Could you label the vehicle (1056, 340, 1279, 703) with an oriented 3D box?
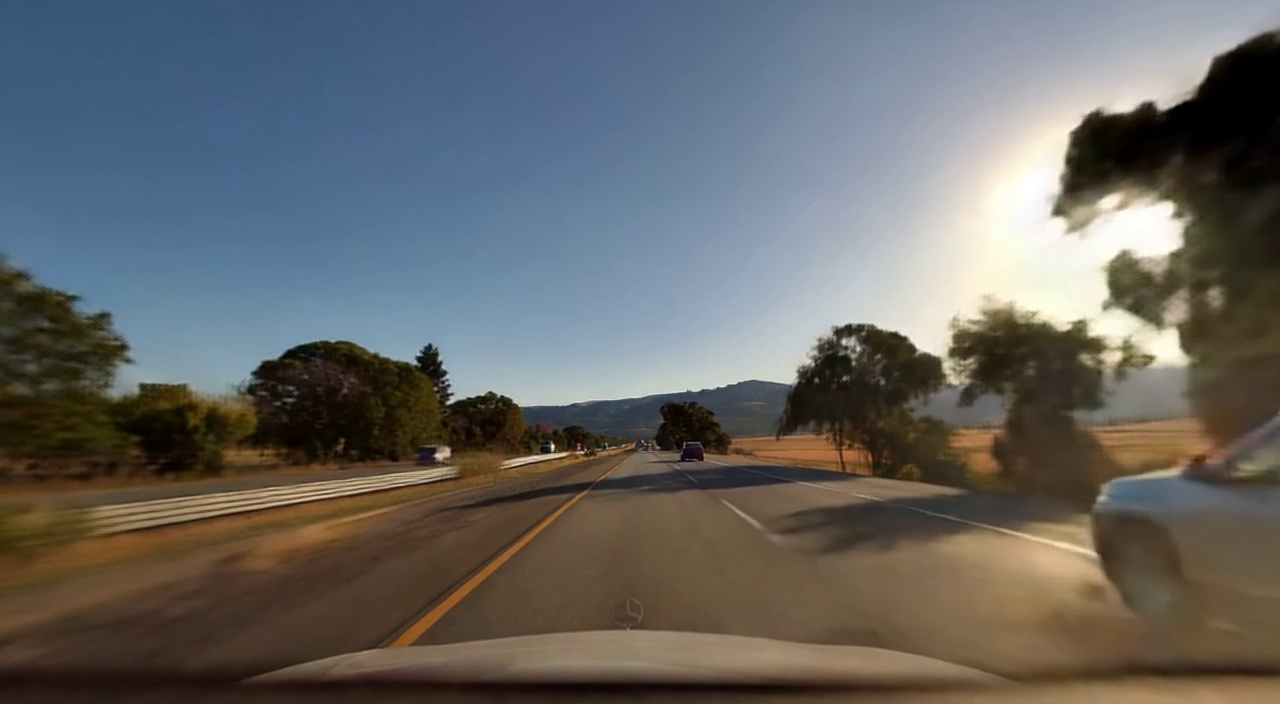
[{"bbox_3d":[3.936,0.656,1.500,2.070,1.799,5.584,0,-8,0],"label":"vehicle"}]
